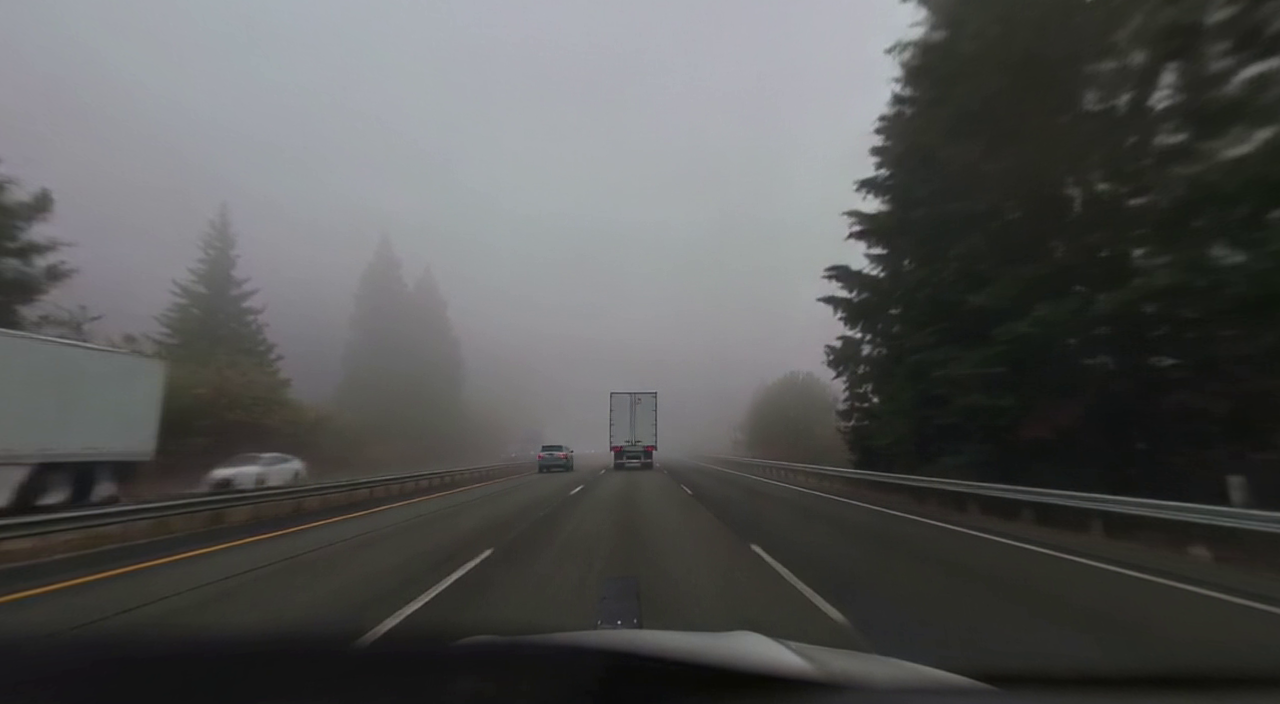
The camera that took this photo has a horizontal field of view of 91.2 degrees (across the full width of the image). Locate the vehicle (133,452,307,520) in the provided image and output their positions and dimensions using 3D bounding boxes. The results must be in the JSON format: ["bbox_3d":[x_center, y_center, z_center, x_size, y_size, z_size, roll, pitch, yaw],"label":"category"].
[{"bbox_3d":[-10.284,3.254,15.746,1.751,1.448,3.765,0,-9,0],"label":"vehicle"}]

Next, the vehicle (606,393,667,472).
[{"bbox_3d":[-0.249,4.967,37.747,3.100,4.091,10.664,0,-9,-1],"label":"vehicle"}]

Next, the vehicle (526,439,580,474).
[{"bbox_3d":[-4.259,5.220,31.426,2.112,1.645,4.129,0,-9,0],"label":"vehicle"}]

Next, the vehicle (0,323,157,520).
[{"bbox_3d":[-15.031,1.035,10.414,2.929,4.123,14.002,0,-9,0],"label":"vehicle"}]
